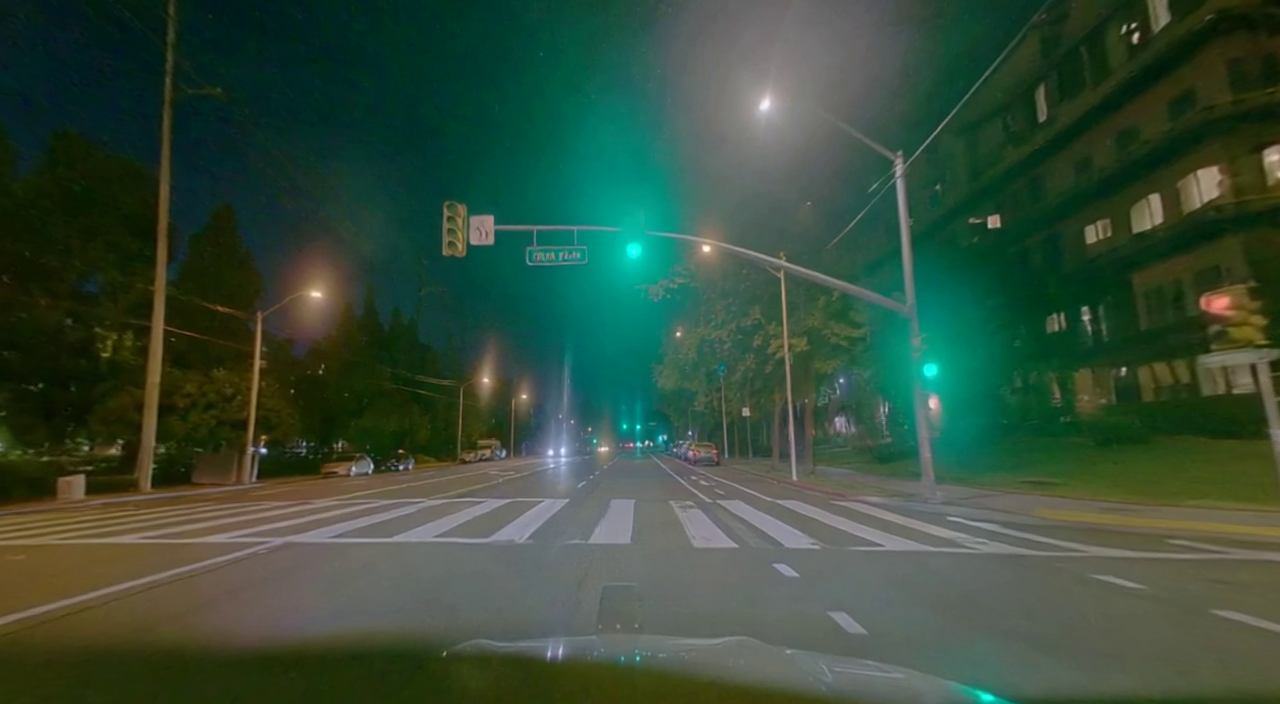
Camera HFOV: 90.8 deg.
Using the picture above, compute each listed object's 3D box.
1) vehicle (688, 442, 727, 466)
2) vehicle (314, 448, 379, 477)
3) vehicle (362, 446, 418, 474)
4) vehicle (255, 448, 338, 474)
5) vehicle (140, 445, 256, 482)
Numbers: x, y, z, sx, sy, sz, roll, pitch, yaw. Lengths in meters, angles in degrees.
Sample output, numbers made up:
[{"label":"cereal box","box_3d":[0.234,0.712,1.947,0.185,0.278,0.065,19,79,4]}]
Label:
[{"label":"vehicle","box_3d":[4.381,6.709,41.702,1.927,1.523,4.668,0,-8,-2]},{"label":"vehicle","box_3d":[-17.856,6.710,38.669,1.896,1.661,4.191,0,-8,1]},{"label":"vehicle","box_3d":[-17.846,7.667,45.333,2.105,1.734,4.673,-3,-8,1]},{"label":"vehicle","box_3d":[-23.540,7.482,43.442,4.670,1.486,1.864,-3,-8,1]},{"label":"vehicle","box_3d":[-23.290,5.872,33.454,4.488,1.810,2.003,1,-9,-9]}]
